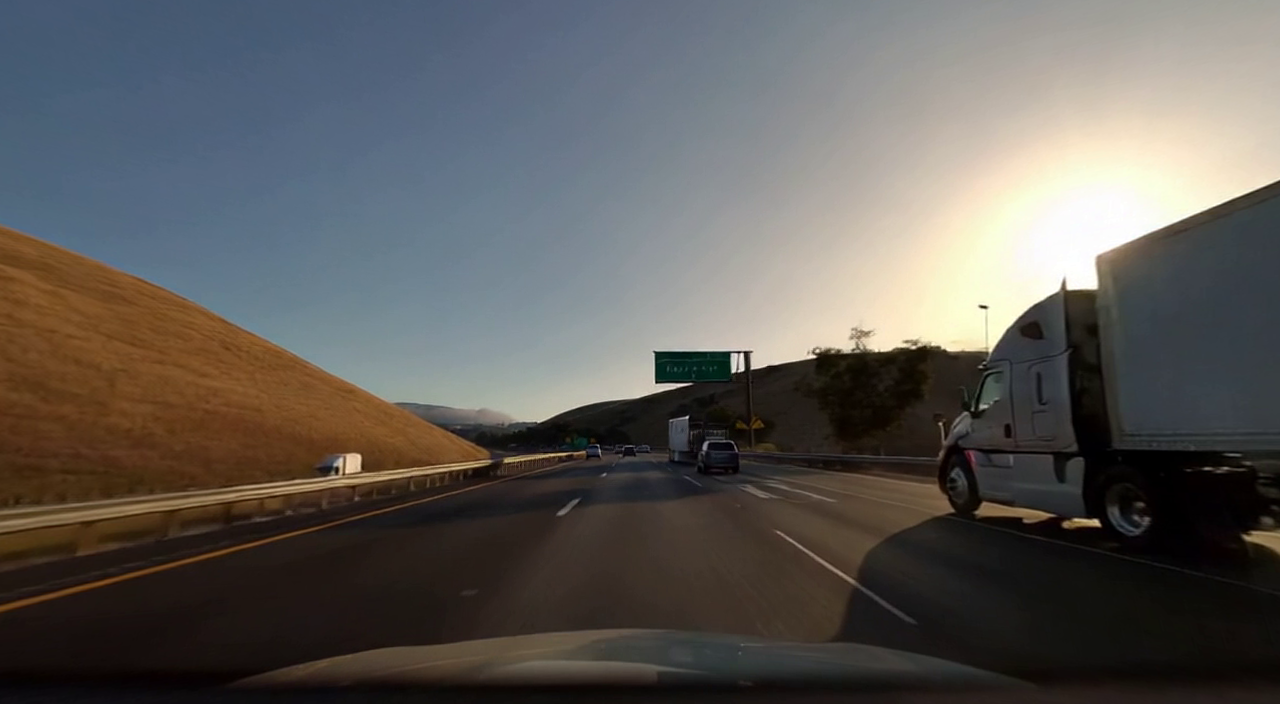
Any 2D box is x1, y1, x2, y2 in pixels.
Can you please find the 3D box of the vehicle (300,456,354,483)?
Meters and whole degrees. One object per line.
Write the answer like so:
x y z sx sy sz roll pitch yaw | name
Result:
-23.104 8.665 46.838 1.897 1.819 4.093 0 -9 0 | vehicle

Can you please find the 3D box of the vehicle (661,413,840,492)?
3.303 3.132 19.885 5.075 2.277 2.365 0 -9 -3 | vehicle

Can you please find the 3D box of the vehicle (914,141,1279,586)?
7.570 0.045 5.609 2.935 4.187 16.357 0 -9 0 | vehicle
